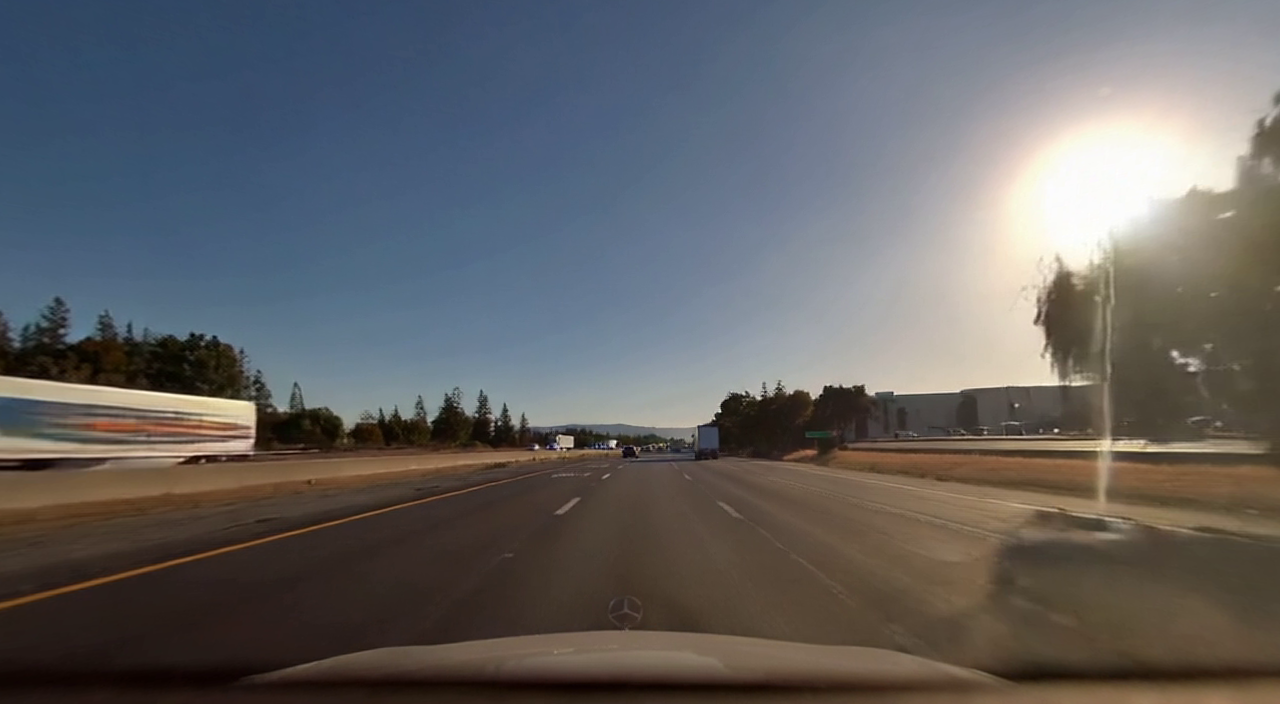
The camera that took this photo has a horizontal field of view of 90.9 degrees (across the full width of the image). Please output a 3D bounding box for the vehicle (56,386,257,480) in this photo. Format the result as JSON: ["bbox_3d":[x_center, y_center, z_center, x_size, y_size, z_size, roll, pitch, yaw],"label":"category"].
[{"bbox_3d":[-24.180,4.251,32.486,2.835,4.106,9.021,0,-8,2],"label":"vehicle"}]
